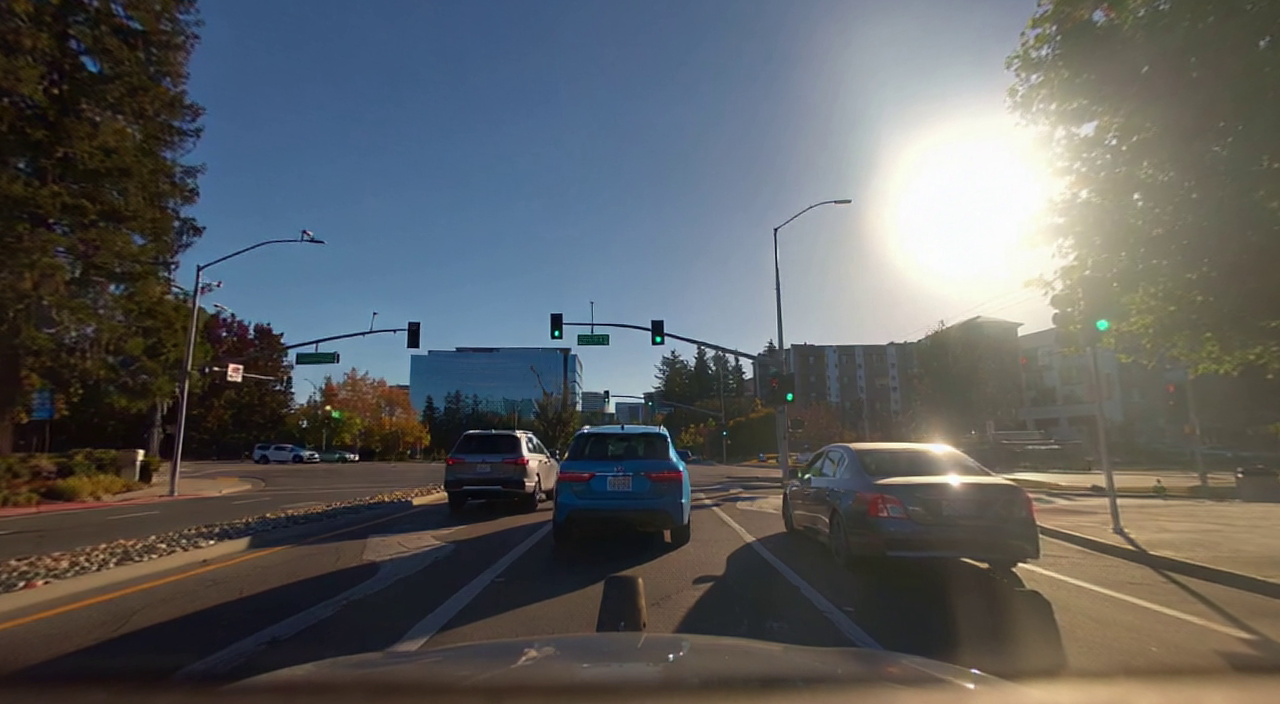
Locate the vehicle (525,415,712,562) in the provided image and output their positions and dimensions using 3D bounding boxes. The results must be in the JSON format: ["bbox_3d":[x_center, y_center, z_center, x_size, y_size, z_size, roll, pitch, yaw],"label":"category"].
[{"bbox_3d":[-0.229,1.865,9.289,2.108,1.654,4.235,0,-8,0],"label":"vehicle"}]

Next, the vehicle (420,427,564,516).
[{"bbox_3d":[-2.999,2.514,13.735,1.987,1.633,4.005,0,-9,3],"label":"vehicle"}]

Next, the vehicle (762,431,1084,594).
[{"bbox_3d":[3.032,1.811,8.064,2.056,1.468,4.520,0,-8,1],"label":"vehicle"}]
